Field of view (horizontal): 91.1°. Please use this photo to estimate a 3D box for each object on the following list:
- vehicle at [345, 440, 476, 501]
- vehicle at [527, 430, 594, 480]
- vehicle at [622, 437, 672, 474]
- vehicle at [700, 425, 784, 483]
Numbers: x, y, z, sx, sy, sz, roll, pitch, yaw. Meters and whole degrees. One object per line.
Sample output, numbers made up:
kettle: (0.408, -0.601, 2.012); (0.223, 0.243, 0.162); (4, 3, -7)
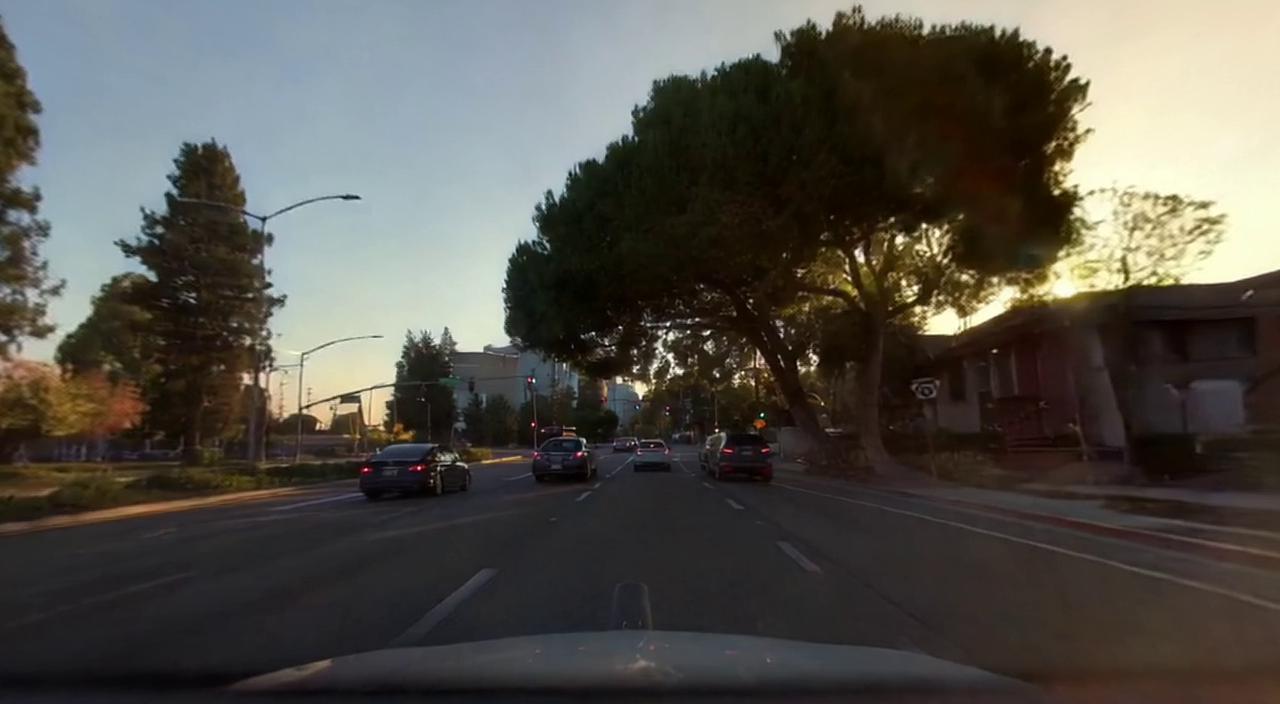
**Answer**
vehicle: (-6.233, 3.240, 17.736); (1.926, 1.465, 4.620); (0, -8, 0)
vehicle: (-2.931, 3.916, 24.087); (1.912, 1.703, 4.261); (0, -8, 2)
vehicle: (0.278, 4.415, 27.066); (2.021, 1.461, 3.862); (0, -8, 0)
vehicle: (3.484, 3.599, 22.432); (2.141, 1.833, 4.704); (0, -8, -1)
